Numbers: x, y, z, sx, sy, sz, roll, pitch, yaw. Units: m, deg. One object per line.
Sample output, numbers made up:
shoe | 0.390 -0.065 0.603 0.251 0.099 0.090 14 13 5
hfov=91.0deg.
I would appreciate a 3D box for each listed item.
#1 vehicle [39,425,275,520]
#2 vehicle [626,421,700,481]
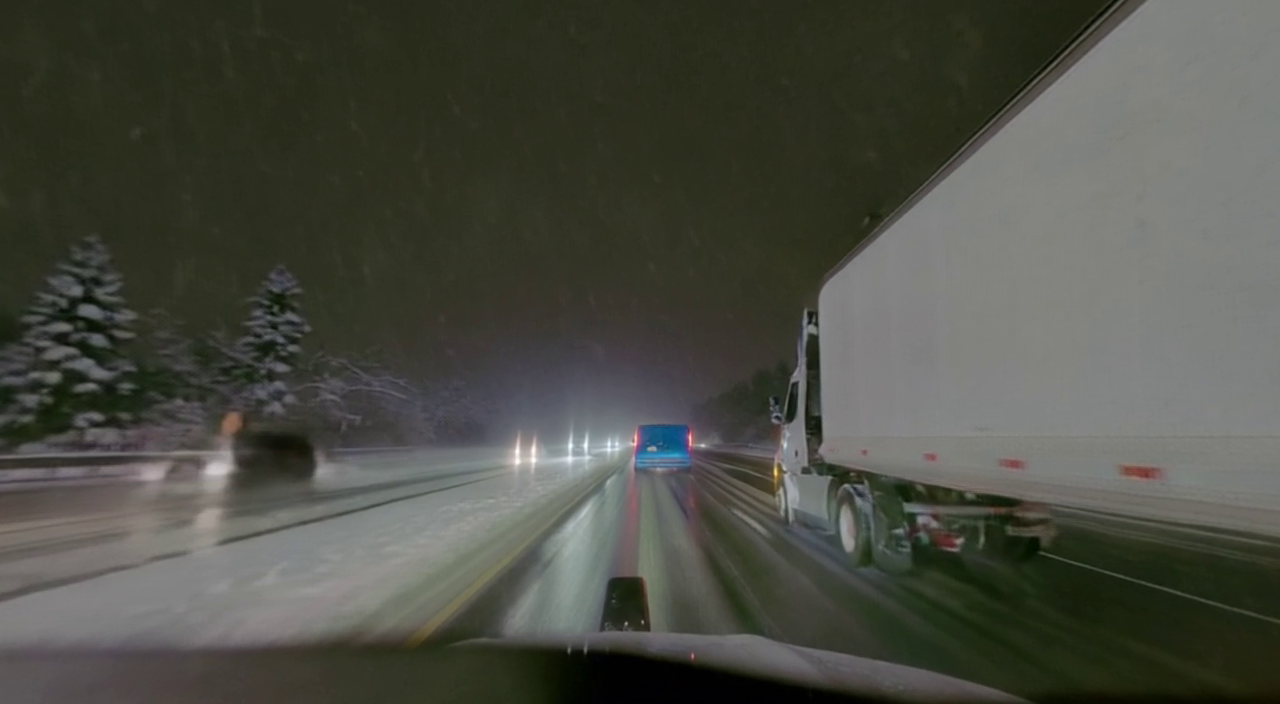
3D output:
vehicle | -10.860 2.703 14.673 2.023 1.876 4.204 0 -8 2
vehicle | 0.857 3.665 23.513 2.469 2.027 4.554 0 -8 2
